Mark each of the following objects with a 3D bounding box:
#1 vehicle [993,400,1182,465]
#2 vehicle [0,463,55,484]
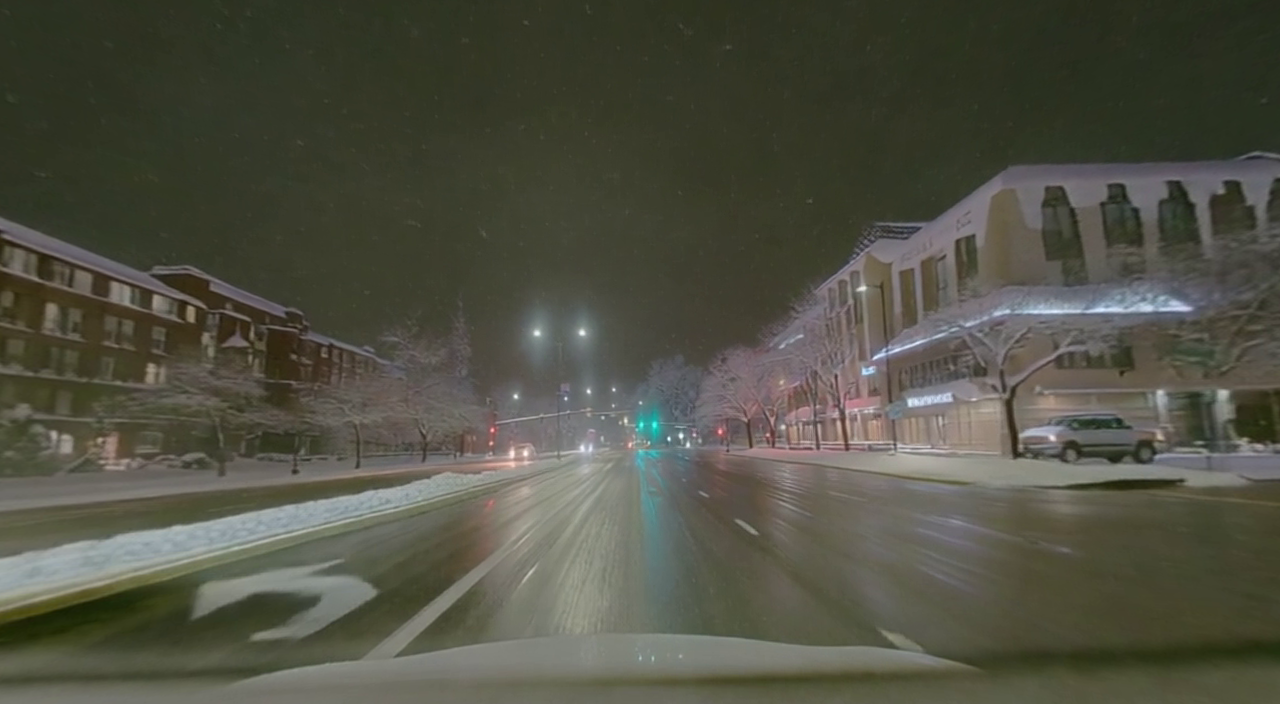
[{"bbox_3d":[19.651,3.579,28.005,6.543,2.736,2.324,0,-9,-2],"label":"vehicle"},{"bbox_3d":[-44.412,8.615,44.932,3.890,1.403,1.694,0,-9,2],"label":"vehicle"}]
